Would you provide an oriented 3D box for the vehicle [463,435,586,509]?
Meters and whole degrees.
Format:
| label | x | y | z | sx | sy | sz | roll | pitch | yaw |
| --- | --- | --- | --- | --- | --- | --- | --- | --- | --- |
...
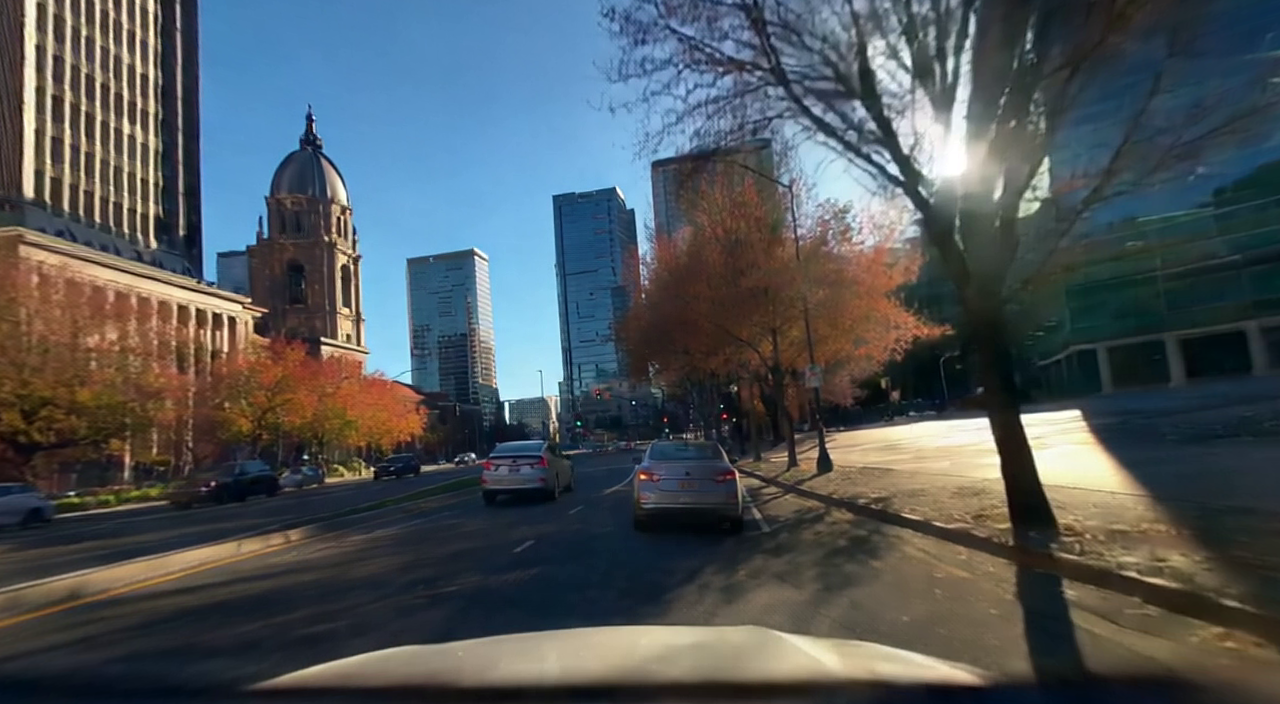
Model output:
| label | x | y | z | sx | sy | sz | roll | pitch | yaw |
| --- | --- | --- | --- | --- | --- | --- | --- | --- | --- |
| vehicle | -2.592 | 2.805 | 15.253 | 1.961 | 1.517 | 4.202 | 0 | -9 | 3 |

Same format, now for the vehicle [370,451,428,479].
| label | x | y | z | sx | sy | sz | roll | pitch | yaw |
| --- | --- | --- | --- | --- | --- | --- | --- | --- | --- |
| vehicle | -16.656 | 7.790 | 43.846 | 2.024 | 1.782 | 4.827 | 0 | -9 | 1 |

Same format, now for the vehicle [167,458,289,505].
| label | x | y | z | sx | sy | sz | roll | pitch | yaw |
| --- | --- | --- | --- | --- | --- | --- | --- | --- | --- |
| vehicle | -16.945 | 5.317 | 26.267 | 2.075 | 1.700 | 4.405 | 0 | -9 | 0 |

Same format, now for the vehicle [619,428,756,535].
| label | x | y | z | sx | sy | sz | roll | pitch | yaw |
| --- | --- | --- | --- | --- | --- | --- | --- | --- | --- |
| vehicle | 0.736 | 2.134 | 10.936 | 1.933 | 1.504 | 3.802 | 0 | -9 | 2 |

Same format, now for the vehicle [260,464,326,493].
| label | x | y | z | sx | sy | sz | roll | pitch | yaw |
| --- | --- | --- | --- | --- | --- | --- | --- | --- | --- |
| vehicle | -23.283 | 8.473 | 42.508 | 2.003 | 1.747 | 4.505 | 0 | -9 | -2 |

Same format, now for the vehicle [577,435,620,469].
| label | x | y | z | sx | sy | sz | roll | pitch | yaw |
| --- | --- | --- | --- | --- | --- | --- | --- | --- | --- |
| vehicle | -2.240 | 5.540 | 35.133 | 1.969 | 1.764 | 4.160 | 0 | -9 | 2 |
